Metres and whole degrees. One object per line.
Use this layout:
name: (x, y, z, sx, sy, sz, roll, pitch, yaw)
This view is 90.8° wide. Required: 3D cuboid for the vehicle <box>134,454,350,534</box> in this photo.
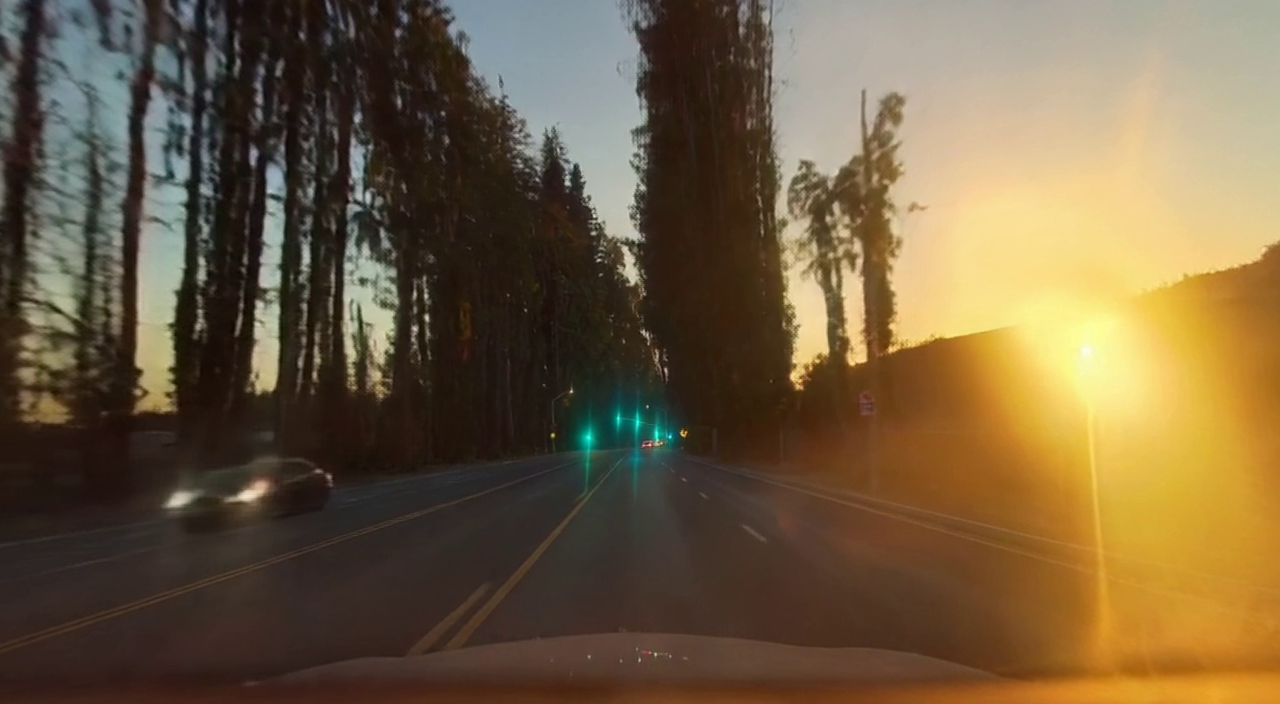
vehicle: (-8.893, 3.162, 14.772, 2.011, 1.482, 4.671, 0, -8, 0)
